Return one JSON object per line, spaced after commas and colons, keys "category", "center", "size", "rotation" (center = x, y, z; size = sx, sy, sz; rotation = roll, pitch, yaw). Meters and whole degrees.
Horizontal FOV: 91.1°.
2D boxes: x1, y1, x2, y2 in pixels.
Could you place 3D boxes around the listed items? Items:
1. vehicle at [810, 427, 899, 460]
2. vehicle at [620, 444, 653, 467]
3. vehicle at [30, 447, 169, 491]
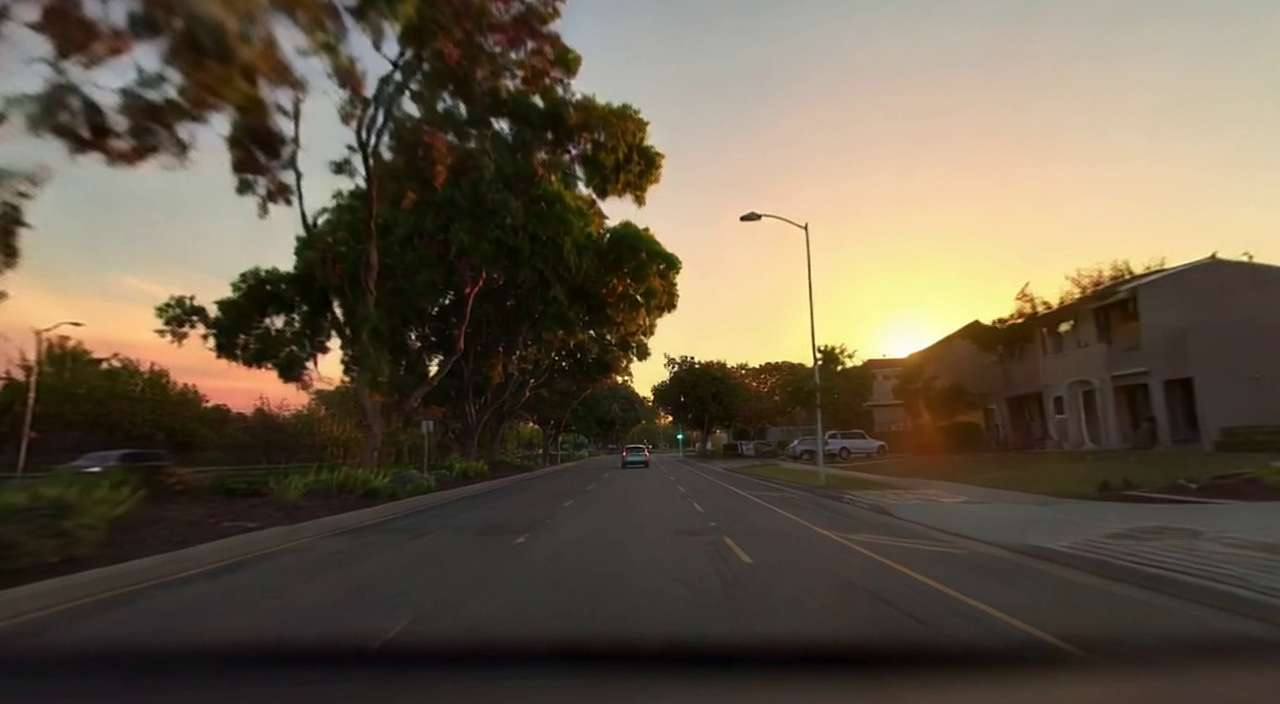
{"category": "vehicle", "center": [13.236, 5.688, 38.909], "size": [4.739, 1.918, 2.071], "rotation": [-1, -8, 2]}
{"category": "vehicle", "center": [-0.258, 6.893, 41.859], "size": [2.054, 1.456, 4.003], "rotation": [0, -8, -1]}
{"category": "vehicle", "center": [-19.755, 4.255, 23.179], "size": [1.836, 1.456, 3.647], "rotation": [0, -8, 0]}
